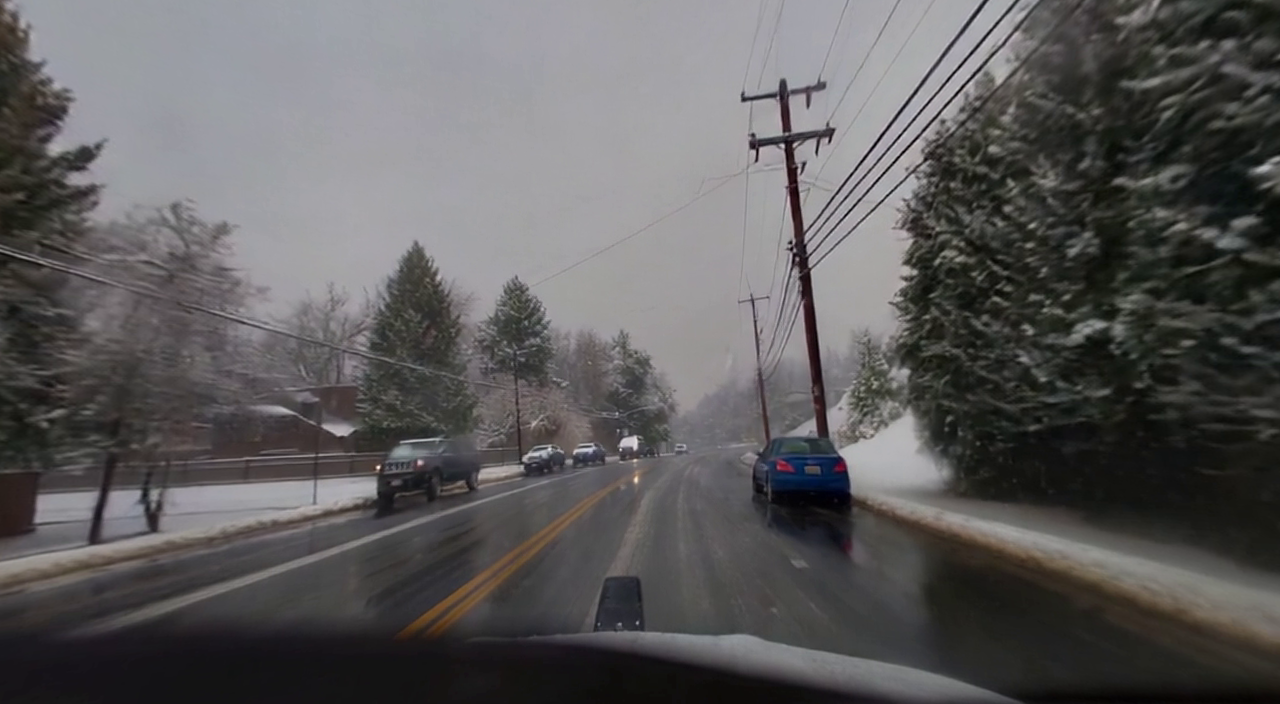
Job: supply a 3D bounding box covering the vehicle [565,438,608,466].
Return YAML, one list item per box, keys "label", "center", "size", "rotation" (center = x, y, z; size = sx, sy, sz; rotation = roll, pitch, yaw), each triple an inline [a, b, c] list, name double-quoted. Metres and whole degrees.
- label: "vehicle"
  center: [-3.609, 6.920, 43.415]
  size: [1.927, 1.542, 3.886]
  rotation: [-7, -13, 9]

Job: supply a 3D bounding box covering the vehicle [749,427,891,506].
- label: "vehicle"
  center: [3.788, 2.506, 14.238]
  size: [2.054, 1.470, 4.504]
  rotation: [-1, -8, 3]

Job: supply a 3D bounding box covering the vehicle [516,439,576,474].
- label: "vehicle"
  center: [-4.984, 5.717, 34.178]
  size: [1.840, 1.523, 4.333]
  rotation: [4, -11, 9]

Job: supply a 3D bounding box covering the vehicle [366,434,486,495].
- label: "vehicle"
  center: [-6.605, 3.608, 20.149]
  size: [2.025, 1.715, 4.363]
  rotation: [-1, -11, 4]
